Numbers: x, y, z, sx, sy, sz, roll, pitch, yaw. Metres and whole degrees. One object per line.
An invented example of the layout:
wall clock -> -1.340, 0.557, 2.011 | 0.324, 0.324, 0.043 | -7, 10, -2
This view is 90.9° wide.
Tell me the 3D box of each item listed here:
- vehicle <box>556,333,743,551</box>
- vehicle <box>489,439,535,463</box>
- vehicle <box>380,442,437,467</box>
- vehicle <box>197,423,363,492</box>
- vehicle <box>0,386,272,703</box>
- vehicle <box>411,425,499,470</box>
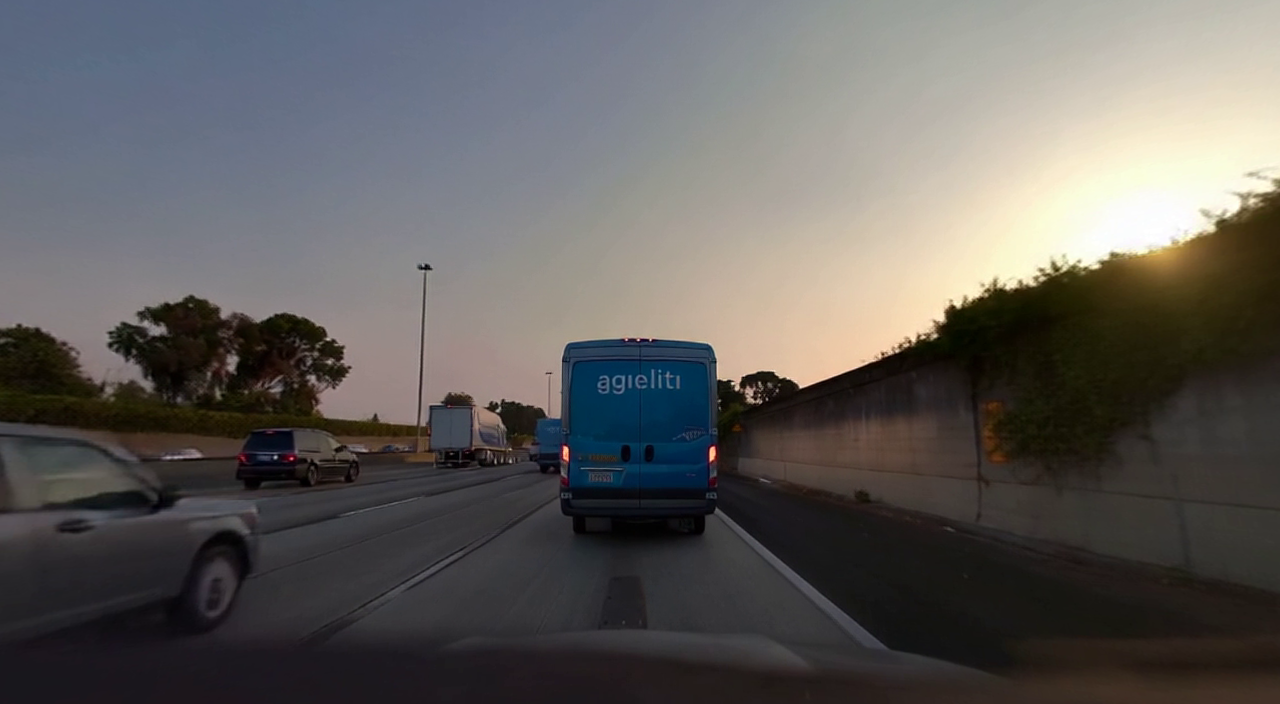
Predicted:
vehicle -> 0.187, 1.587, 11.181 | 2.316, 2.738, 6.398 | 0, -8, 1
vehicle -> -9.296, 7.229, 46.175 | 1.934, 1.567, 4.536 | -1, -7, 7
vehicle -> -13.882, 6.150, 38.028 | 1.770, 1.376, 3.747 | -1, -8, 4
vehicle -> -10.781, 3.211, 19.448 | 2.061, 1.846, 4.852 | 0, -8, 3
vehicle -> -3.846, 0.860, 2.226 | 2.212, 1.551, 4.658 | 0, -8, 1
vehicle -> -9.670, 5.093, 33.694 | 2.566, 2.158, 5.957 | -1, -8, 4
